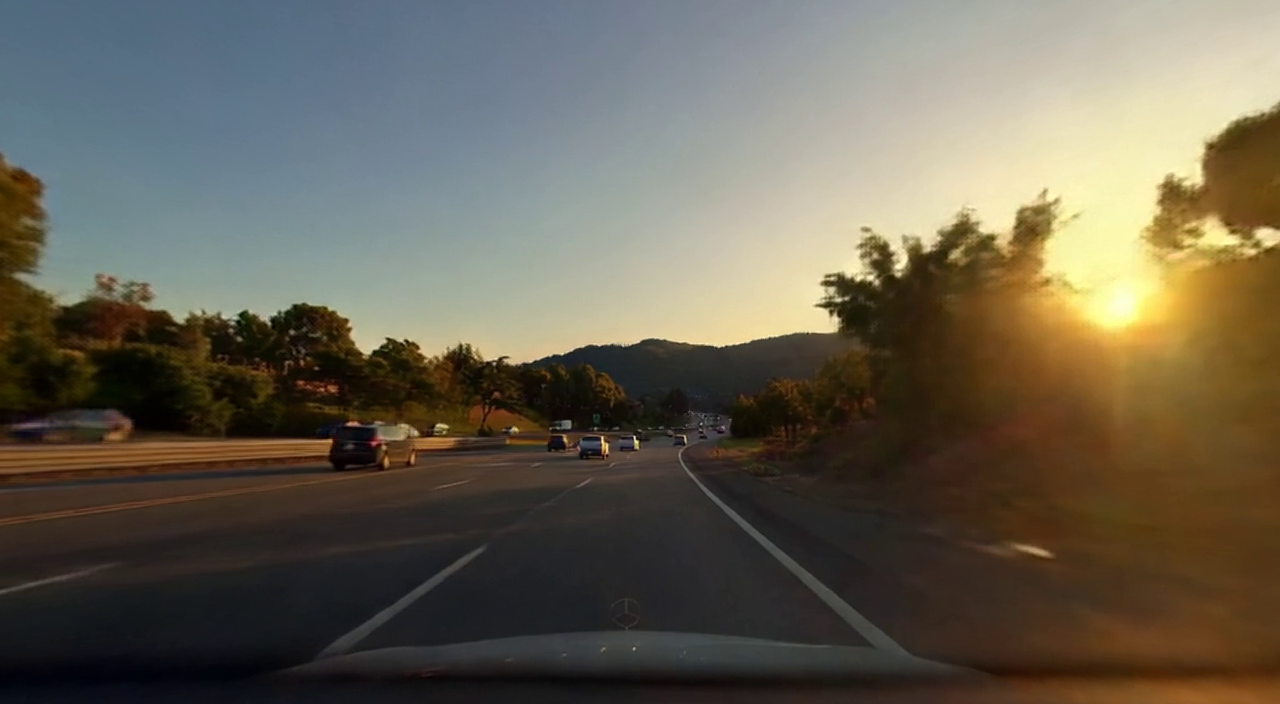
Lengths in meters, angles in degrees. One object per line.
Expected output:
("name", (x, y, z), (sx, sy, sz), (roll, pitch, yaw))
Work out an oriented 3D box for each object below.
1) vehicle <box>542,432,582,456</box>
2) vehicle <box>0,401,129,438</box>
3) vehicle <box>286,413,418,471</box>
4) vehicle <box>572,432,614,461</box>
("vehicle", (-5.802, 6.939, 47.268), (2.108, 1.686, 4.556), (0, -9, 4))
("vehicle", (-33.308, 3.977, 36.568), (2.154, 1.864, 5.824), (0, -9, 3))
("vehicle", (-10.988, 3.550, 24.647), (2.264, 1.980, 5.574), (0, -9, 3))
("vehicle", (-2.890, 6.007, 39.973), (2.035, 1.673, 4.469), (0, -9, 4))
